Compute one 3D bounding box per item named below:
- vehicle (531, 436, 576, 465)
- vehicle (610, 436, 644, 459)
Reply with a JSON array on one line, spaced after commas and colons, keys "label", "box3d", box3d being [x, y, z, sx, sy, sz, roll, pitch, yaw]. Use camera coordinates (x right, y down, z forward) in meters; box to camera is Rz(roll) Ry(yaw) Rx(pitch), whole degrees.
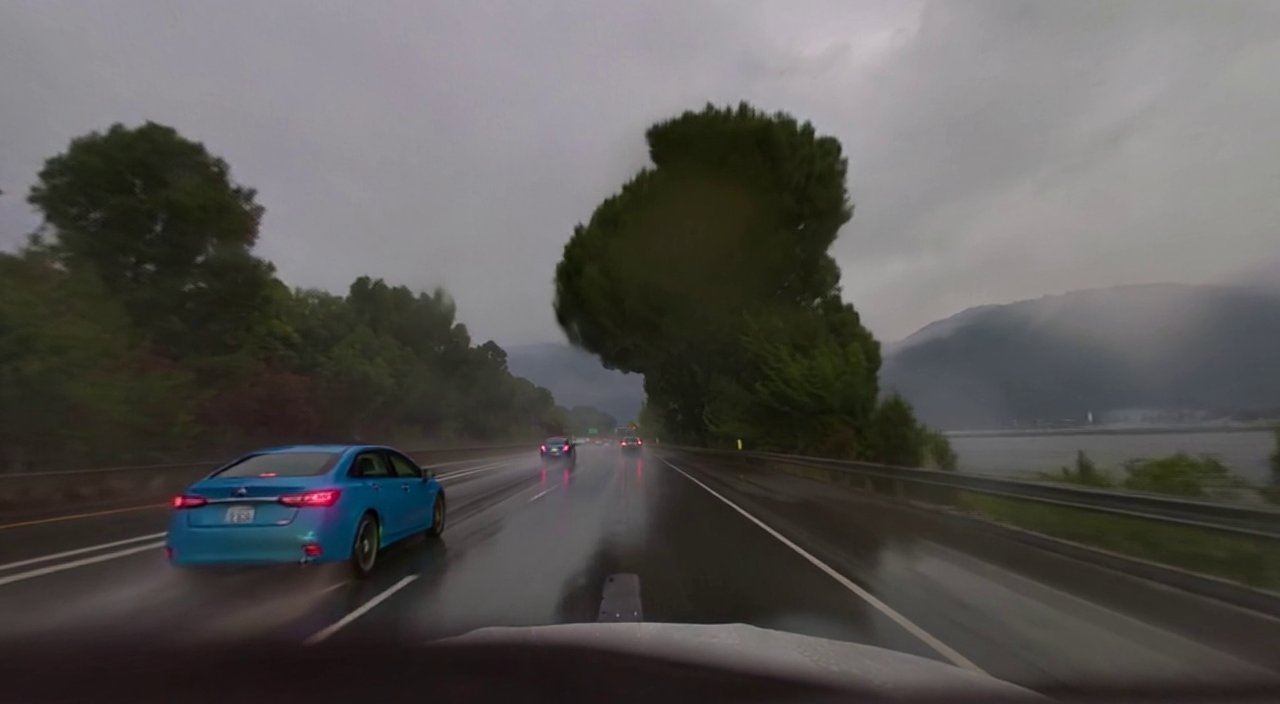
[{"label": "vehicle", "box3d": [-4.508, 5.174, 33.367, 1.907, 1.445, 4.049, 0, -8, -2]}, {"label": "vehicle", "box3d": [-0.858, 6.435, 42.748, 2.162, 1.460, 4.242, 0, -8, 0]}]
